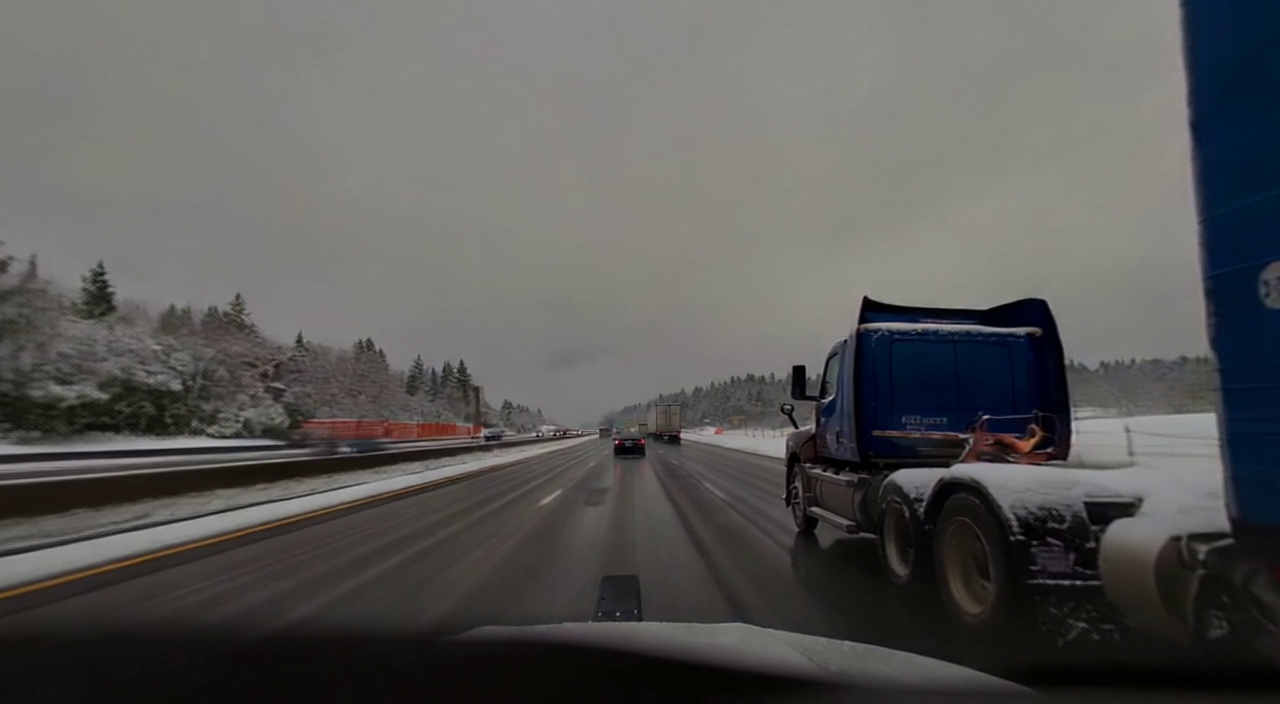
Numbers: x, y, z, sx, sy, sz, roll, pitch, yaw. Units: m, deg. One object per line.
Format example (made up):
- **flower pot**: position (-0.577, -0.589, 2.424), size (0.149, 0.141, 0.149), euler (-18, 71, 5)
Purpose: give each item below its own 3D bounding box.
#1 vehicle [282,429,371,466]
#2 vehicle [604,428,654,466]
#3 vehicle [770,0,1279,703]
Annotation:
- **vehicle**: position (-12.969, 3.964, 26.373), size (1.755, 1.440, 3.891), euler (0, -7, -1)
- **vehicle**: position (-0.474, 3.896, 26.132), size (1.929, 1.469, 3.677), euler (0, -7, -1)
- **vehicle**: position (3.480, 0.021, 3.514), size (2.919, 3.634, 10.888), euler (0, -8, -2)
